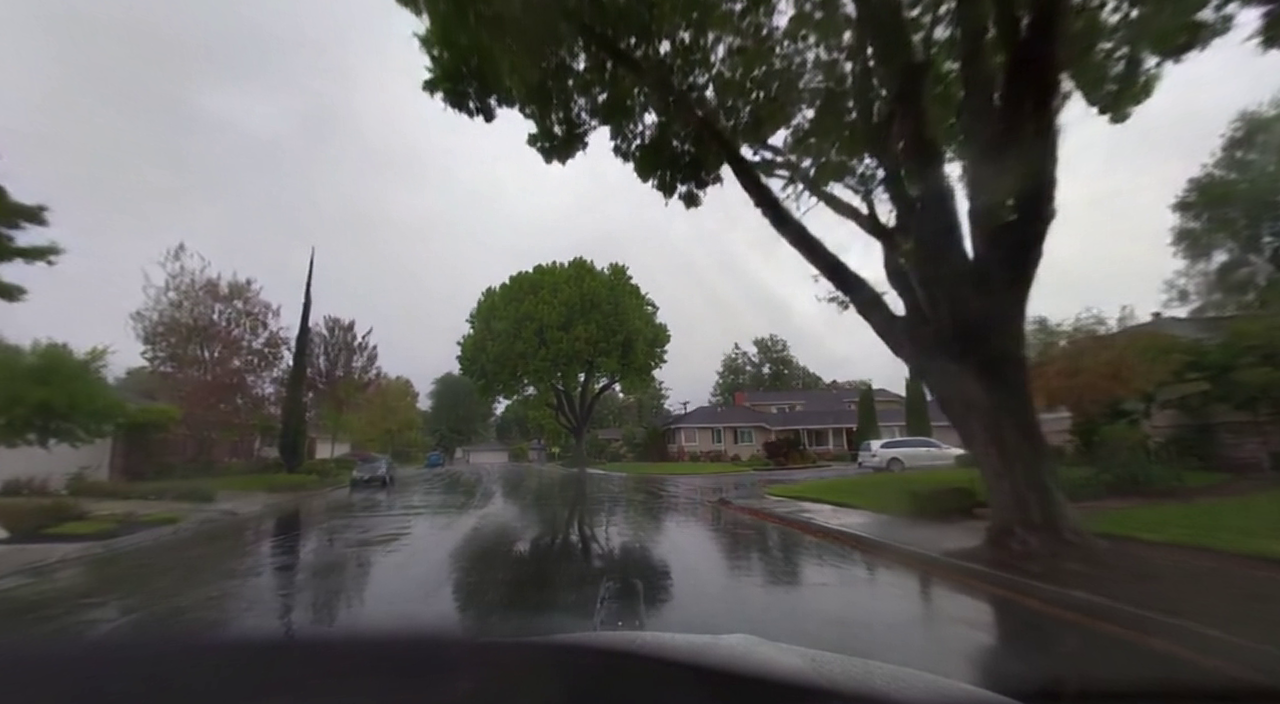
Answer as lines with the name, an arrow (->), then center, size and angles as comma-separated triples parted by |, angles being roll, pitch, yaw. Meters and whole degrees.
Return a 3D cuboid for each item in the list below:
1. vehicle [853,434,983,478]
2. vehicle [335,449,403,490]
vehicle -> 12.221, 4.539, 27.743 | 4.933, 1.817, 2.014 | 2, -8, -15
vehicle -> -11.674, 5.061, 27.408 | 1.938, 1.499, 4.290 | -1, -9, -13
